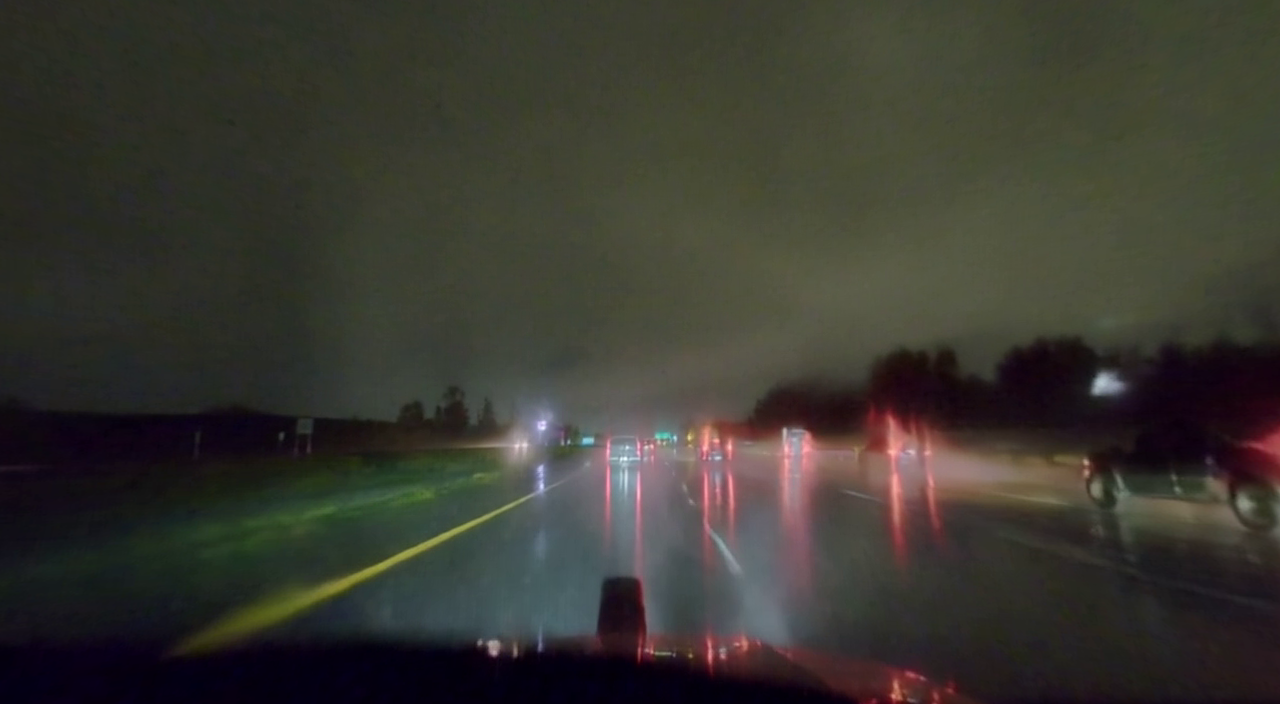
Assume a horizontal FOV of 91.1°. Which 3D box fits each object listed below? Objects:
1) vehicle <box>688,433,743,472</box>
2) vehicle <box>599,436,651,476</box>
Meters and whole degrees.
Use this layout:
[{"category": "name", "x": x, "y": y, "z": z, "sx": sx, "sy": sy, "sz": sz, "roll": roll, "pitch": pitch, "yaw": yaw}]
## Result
[{"category": "vehicle", "x": 3.468, "y": 4.716, "z": 29.727, "sx": 2.063, "sy": 1.698, "sz": 4.355, "roll": 0, "pitch": -8, "yaw": 0}, {"category": "vehicle", "x": -0.560, "y": 4.402, "z": 26.766, "sx": 2.050, "sy": 1.546, "sz": 4.344, "roll": 0, "pitch": -8, "yaw": 1}]
